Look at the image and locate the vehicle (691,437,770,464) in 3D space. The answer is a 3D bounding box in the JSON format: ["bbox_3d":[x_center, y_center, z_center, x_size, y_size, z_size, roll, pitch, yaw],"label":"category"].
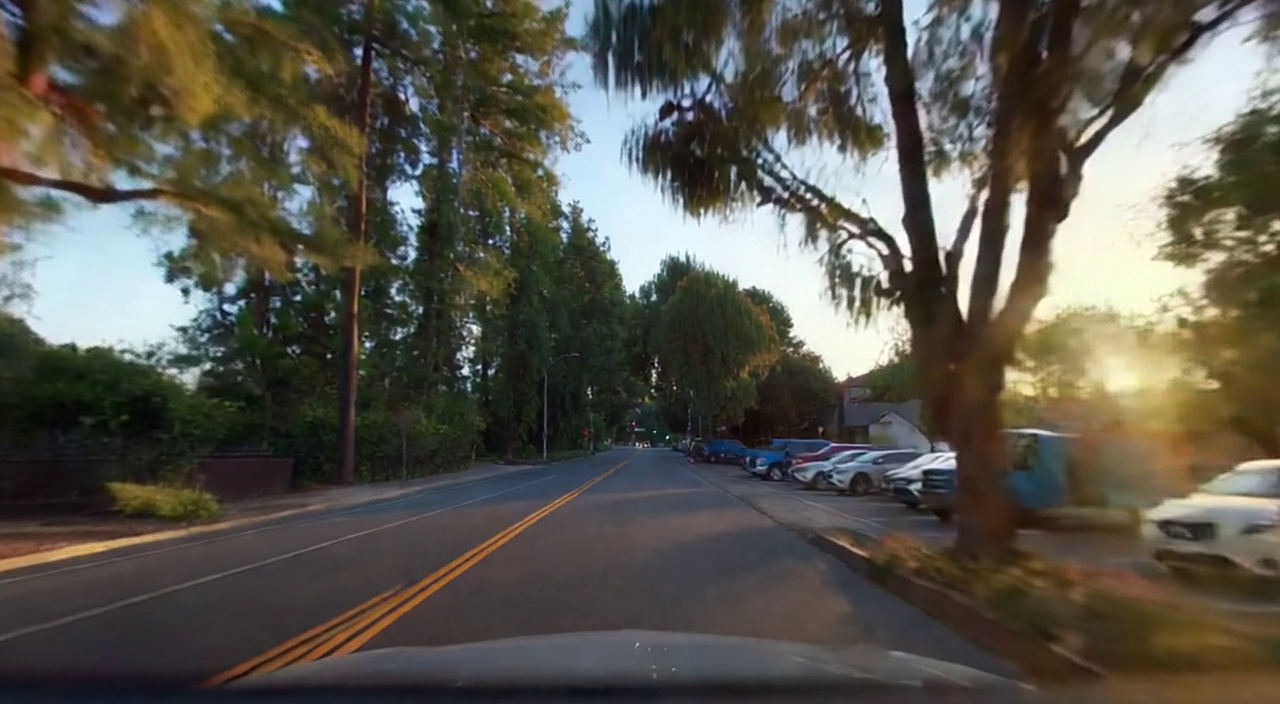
[{"bbox_3d":[7.024,7.775,49.798,5.797,2.070,2.502,0,-8,0],"label":"vehicle"}]

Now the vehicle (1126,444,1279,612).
[{"bbox_3d":[7.814,1.749,6.651,3.793,1.545,1.887,0,-8,-1],"label":"vehicle"}]
